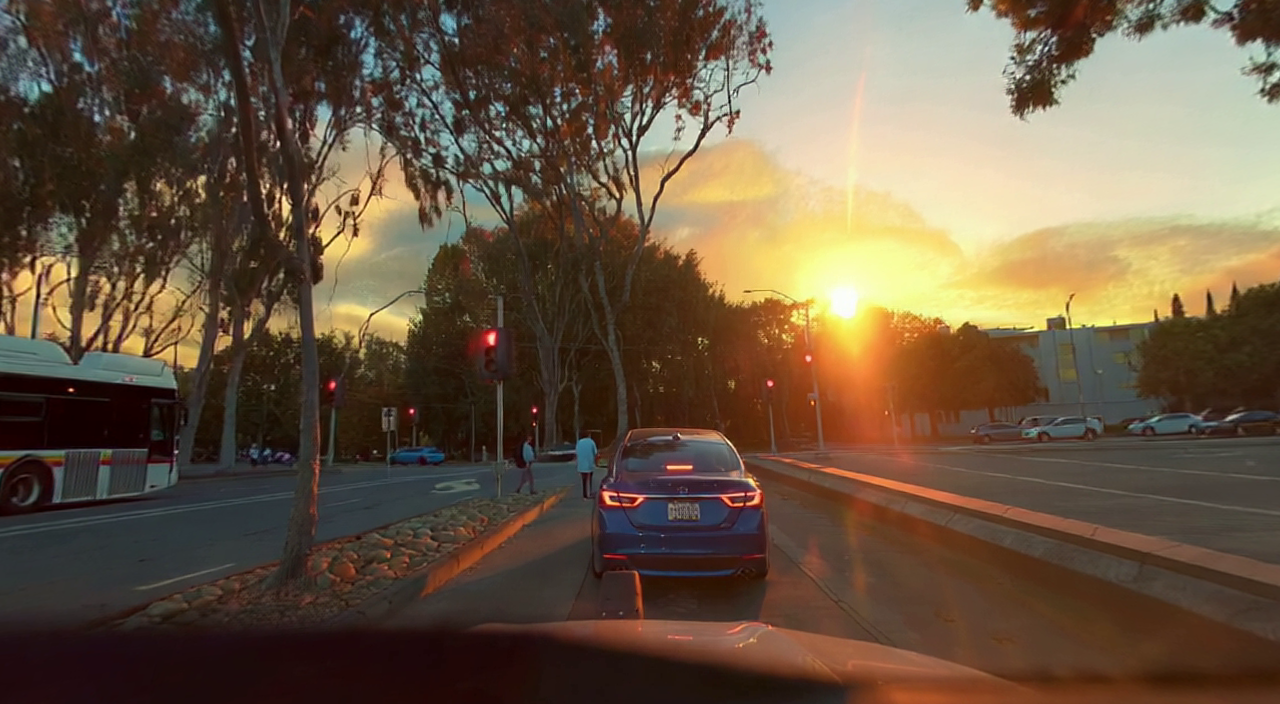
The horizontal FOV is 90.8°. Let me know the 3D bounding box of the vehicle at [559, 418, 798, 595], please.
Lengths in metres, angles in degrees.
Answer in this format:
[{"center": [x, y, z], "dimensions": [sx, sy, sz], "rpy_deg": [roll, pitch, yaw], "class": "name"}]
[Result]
[{"center": [0.366, 1.613, 7.387], "dimensions": [2.035, 1.499, 3.799], "rpy_deg": [0, -8, 1], "class": "vehicle"}]
